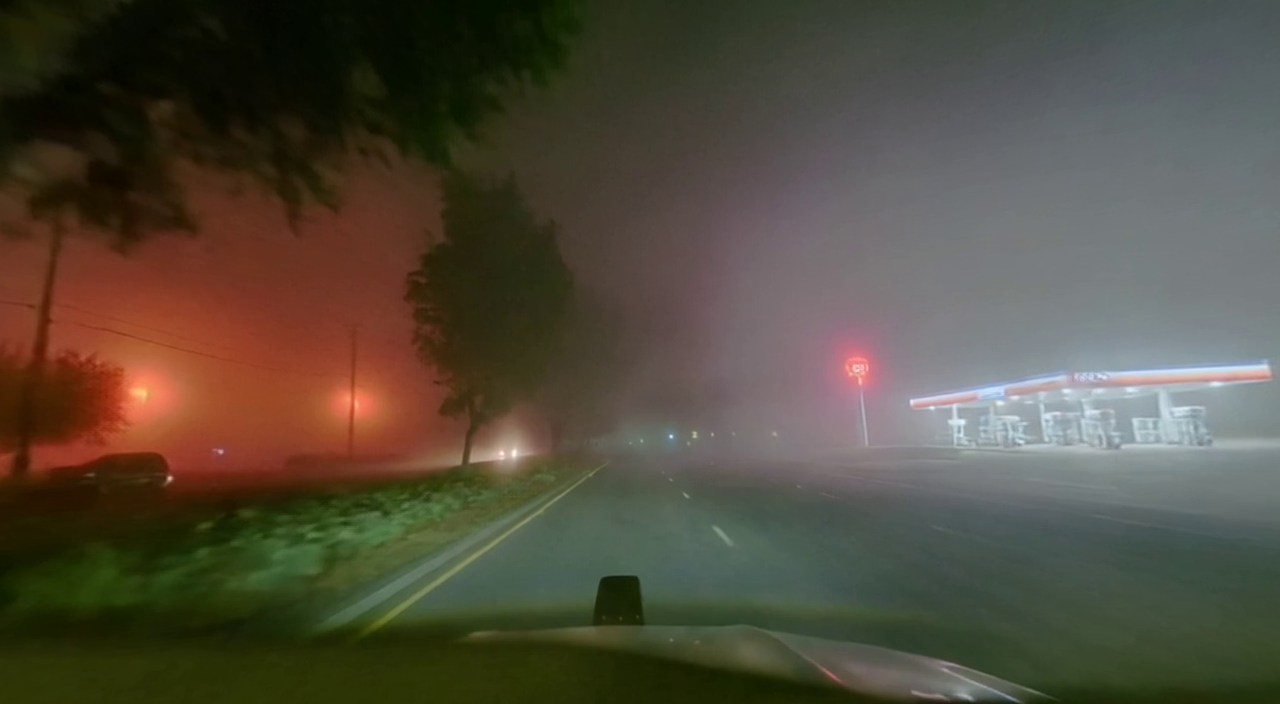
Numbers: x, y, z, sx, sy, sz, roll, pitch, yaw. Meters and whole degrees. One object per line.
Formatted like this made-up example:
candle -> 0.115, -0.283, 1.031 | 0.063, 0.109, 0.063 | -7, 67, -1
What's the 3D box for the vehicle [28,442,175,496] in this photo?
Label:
vehicle -> -22.174, 4.785, 26.357 | 2.076, 1.927, 4.749 | -2, -8, -2
